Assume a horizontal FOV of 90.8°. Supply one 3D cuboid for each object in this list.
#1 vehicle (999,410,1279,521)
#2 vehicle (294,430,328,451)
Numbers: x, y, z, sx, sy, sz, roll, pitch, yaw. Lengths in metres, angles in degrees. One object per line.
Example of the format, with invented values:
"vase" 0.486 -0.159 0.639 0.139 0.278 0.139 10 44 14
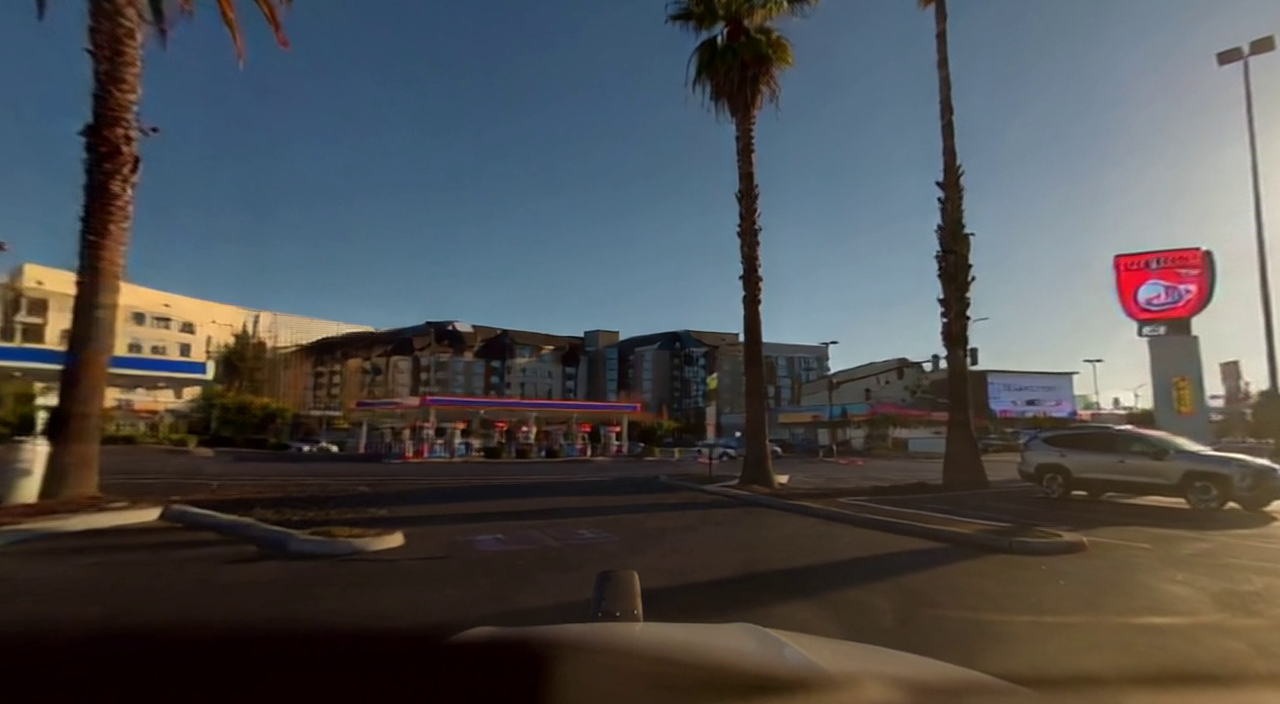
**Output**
"vehicle" 10.483 2.286 13.267 2.028 1.850 4.731 4 -9 -24
"vehicle" -24.689 6.648 47.517 1.901 1.463 3.948 3 -9 -22
